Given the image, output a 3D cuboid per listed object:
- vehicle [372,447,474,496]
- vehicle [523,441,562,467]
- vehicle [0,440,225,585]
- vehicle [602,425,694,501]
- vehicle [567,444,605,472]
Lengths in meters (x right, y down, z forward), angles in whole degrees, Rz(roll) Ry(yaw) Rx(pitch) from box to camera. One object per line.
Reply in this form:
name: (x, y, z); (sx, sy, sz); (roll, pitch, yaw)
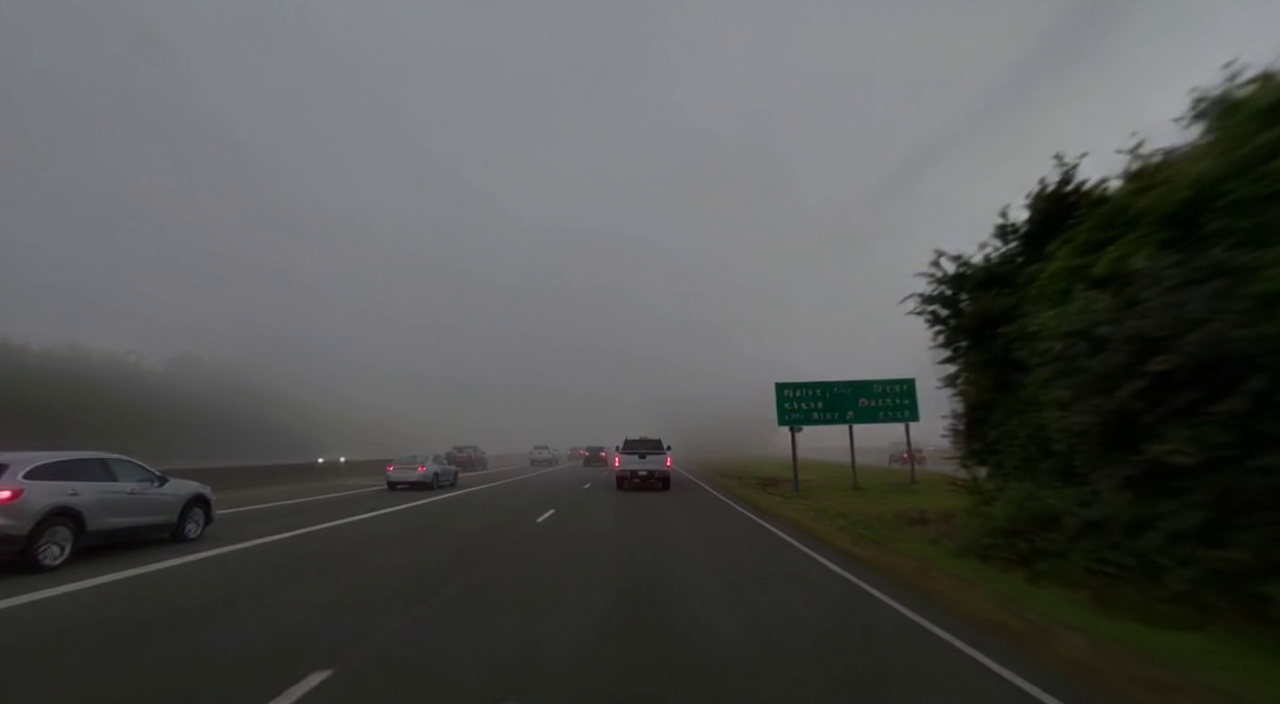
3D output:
vehicle: (-7.156, 3.962, 21.334); (1.869, 1.466, 4.217); (0, -9, 1)
vehicle: (-7.270, 7.658, 47.302); (2.106, 1.816, 4.936); (0, -9, 0)
vehicle: (-7.406, 1.809, 7.587); (1.864, 1.458, 4.295); (0, -9, 0)
vehicle: (0.211, 2.906, 16.803); (2.152, 1.779, 3.924); (0, -9, 1)
vehicle: (-3.248, 6.498, 38.907); (1.952, 1.649, 4.131); (0, -9, 1)
